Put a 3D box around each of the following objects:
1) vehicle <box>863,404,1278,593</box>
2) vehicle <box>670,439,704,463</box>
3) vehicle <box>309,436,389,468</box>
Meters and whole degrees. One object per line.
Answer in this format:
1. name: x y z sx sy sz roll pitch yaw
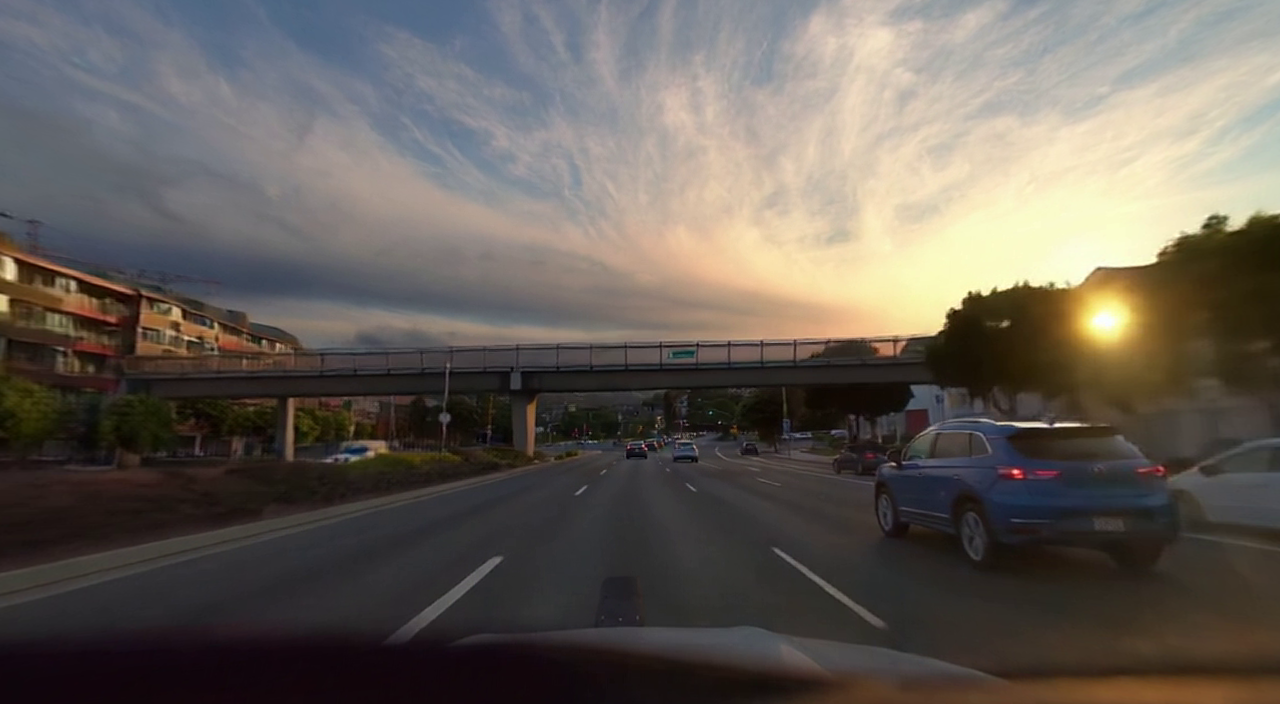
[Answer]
1. vehicle: 4.835 1.711 8.273 2.130 1.741 4.665 0 -9 0
2. vehicle: 3.436 7.358 46.935 2.165 1.708 3.928 0 -9 0
3. vehicle: -16.433 5.670 35.974 2.077 1.676 4.921 0 -9 2
